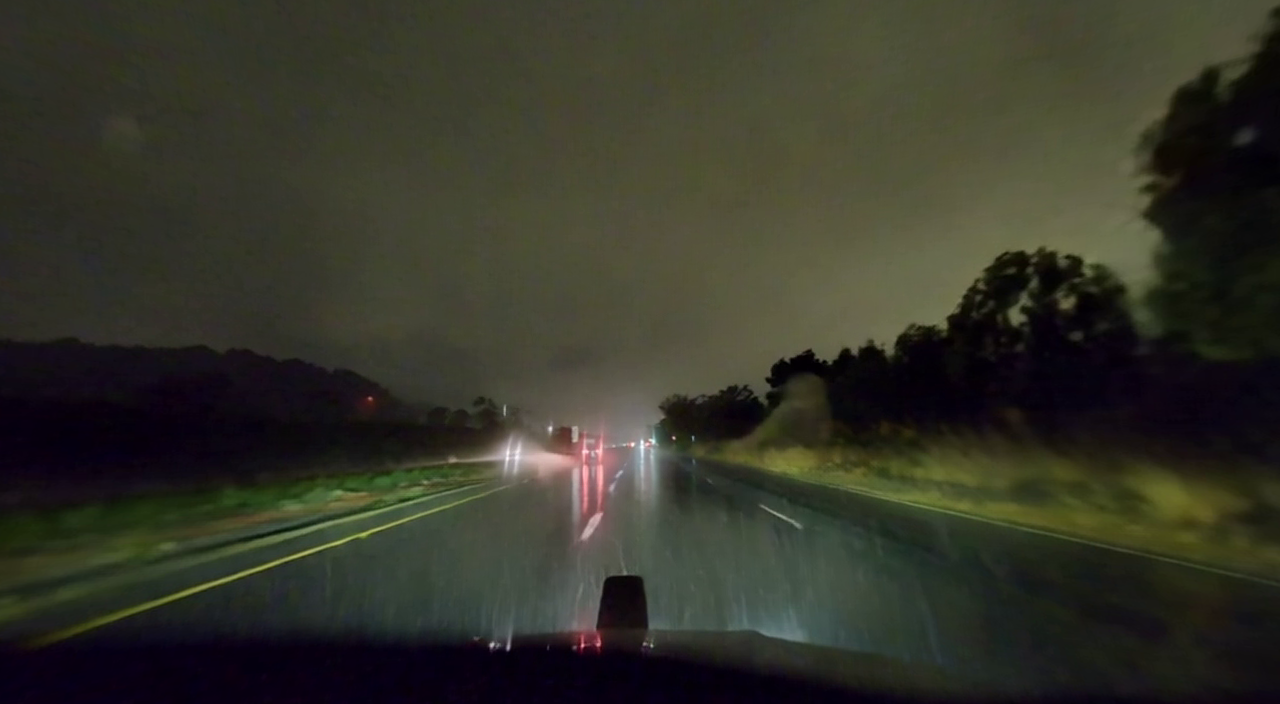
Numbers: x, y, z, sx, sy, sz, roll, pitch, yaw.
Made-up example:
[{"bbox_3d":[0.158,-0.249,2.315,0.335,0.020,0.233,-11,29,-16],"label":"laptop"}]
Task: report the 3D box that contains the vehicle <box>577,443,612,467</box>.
[{"bbox_3d":[-2.882,6.640,40.841,1.991,1.475,4.302,0,-8,0],"label":"vehicle"}]
